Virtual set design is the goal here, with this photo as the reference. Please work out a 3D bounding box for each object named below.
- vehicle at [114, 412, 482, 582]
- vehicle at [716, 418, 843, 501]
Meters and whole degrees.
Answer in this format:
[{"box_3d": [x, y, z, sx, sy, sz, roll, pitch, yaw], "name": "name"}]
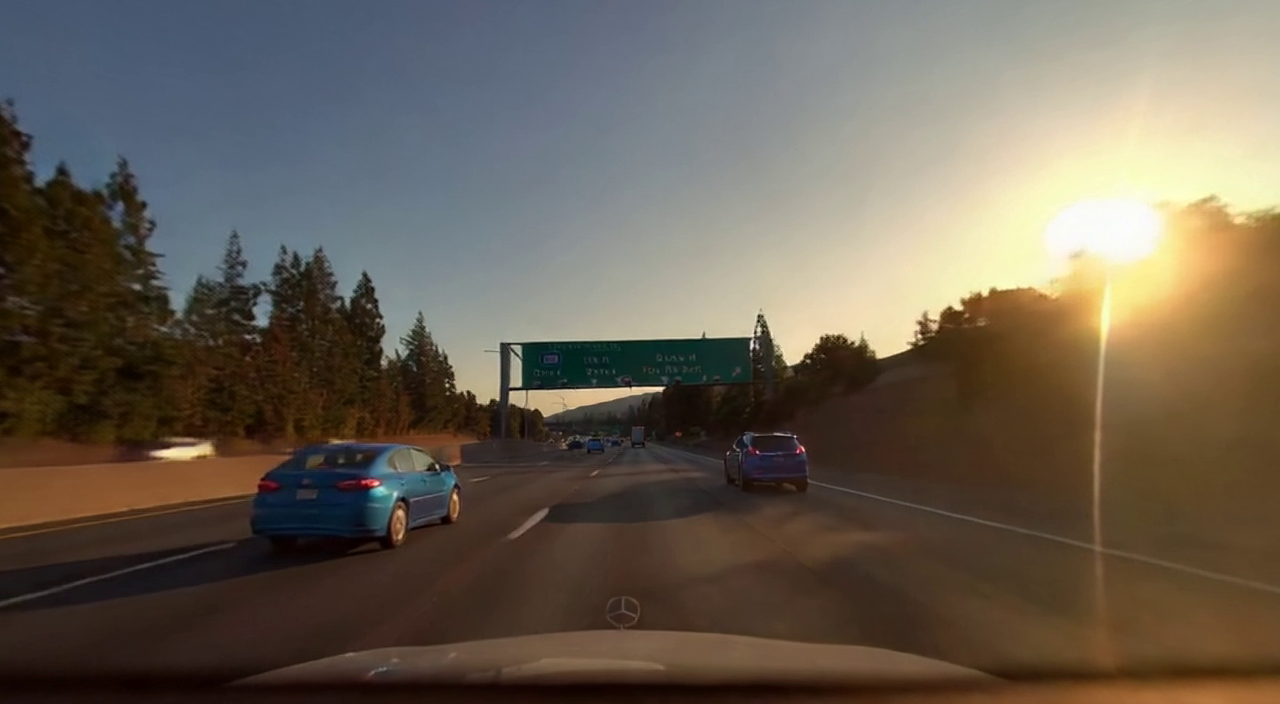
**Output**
[{"box_3d": [-3.822, 1.731, 8.434, 2.118, 1.573, 4.940, 0, -9, 0], "name": "vehicle"}, {"box_3d": [3.180, 2.563, 15.355, 2.053, 1.714, 4.097, 0, -9, -1], "name": "vehicle"}]
